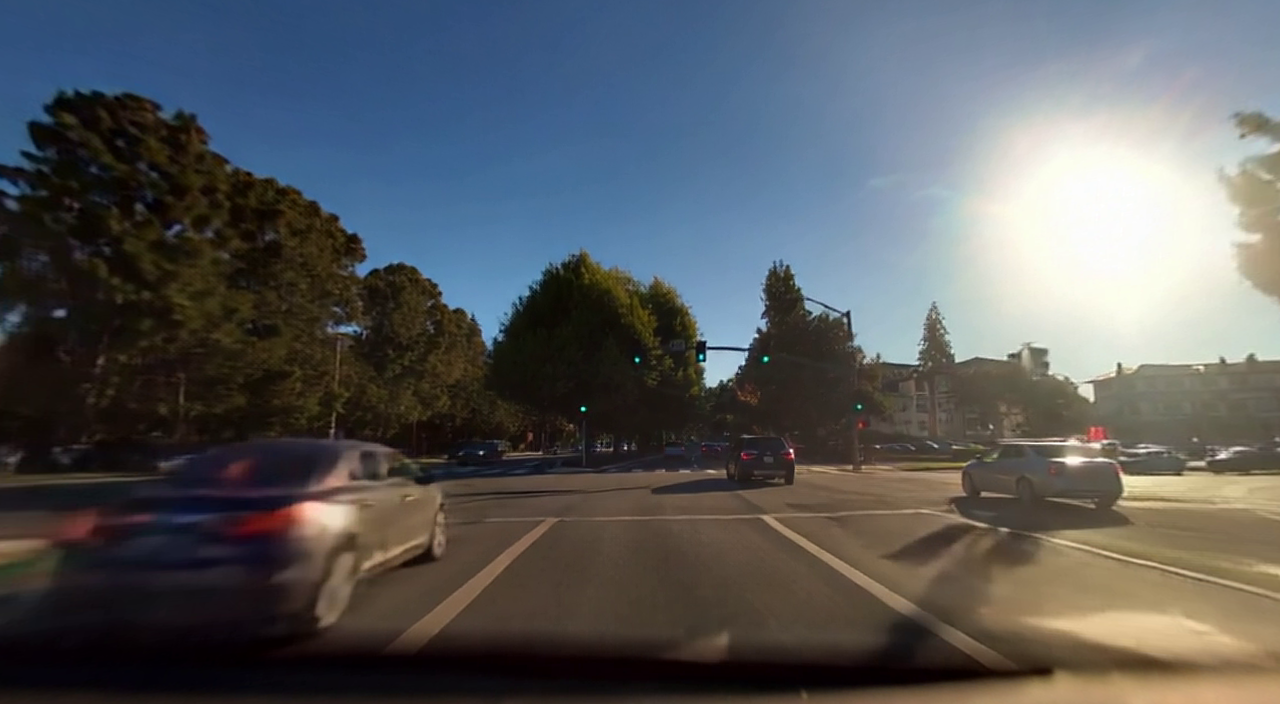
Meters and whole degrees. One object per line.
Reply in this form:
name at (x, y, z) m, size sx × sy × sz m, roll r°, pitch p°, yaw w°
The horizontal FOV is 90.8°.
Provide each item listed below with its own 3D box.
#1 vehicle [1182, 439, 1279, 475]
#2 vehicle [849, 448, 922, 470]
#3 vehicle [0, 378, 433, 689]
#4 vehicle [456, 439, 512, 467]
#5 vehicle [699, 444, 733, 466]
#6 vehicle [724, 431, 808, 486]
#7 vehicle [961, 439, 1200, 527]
vehicle at (34.029, 5.914, 35.753) m, size 5.840 × 1.902 × 2.220 m, roll 3°, pitch -9°, yaw -18°
vehicle at (18.043, 7.853, 46.681) m, size 2.040 × 1.472 × 4.846 m, roll 5°, pitch -10°, yaw -28°
vehicle at (-3.762, 1.403, 6.099) m, size 2.258 × 1.812 × 4.650 m, roll 1°, pitch -9°, yaw -5°
vehicle at (-10.391, 6.743, 42.426) m, size 2.155 × 1.768 × 4.904 m, roll -1°, pitch -9°, yaw 4°
vehicle at (5.226, 7.159, 44.179) m, size 2.064 × 1.474 × 4.389 m, roll 0°, pitch -9°, yaw 3°
vehicle at (4.555, 3.945, 23.665) m, size 2.209 × 1.813 × 4.724 m, roll 0°, pitch -9°, yaw 1°
vehicle at (8.631, 2.564, 12.967) m, size 1.949 × 1.492 × 4.103 m, roll 0°, pitch -9°, yaw 0°
